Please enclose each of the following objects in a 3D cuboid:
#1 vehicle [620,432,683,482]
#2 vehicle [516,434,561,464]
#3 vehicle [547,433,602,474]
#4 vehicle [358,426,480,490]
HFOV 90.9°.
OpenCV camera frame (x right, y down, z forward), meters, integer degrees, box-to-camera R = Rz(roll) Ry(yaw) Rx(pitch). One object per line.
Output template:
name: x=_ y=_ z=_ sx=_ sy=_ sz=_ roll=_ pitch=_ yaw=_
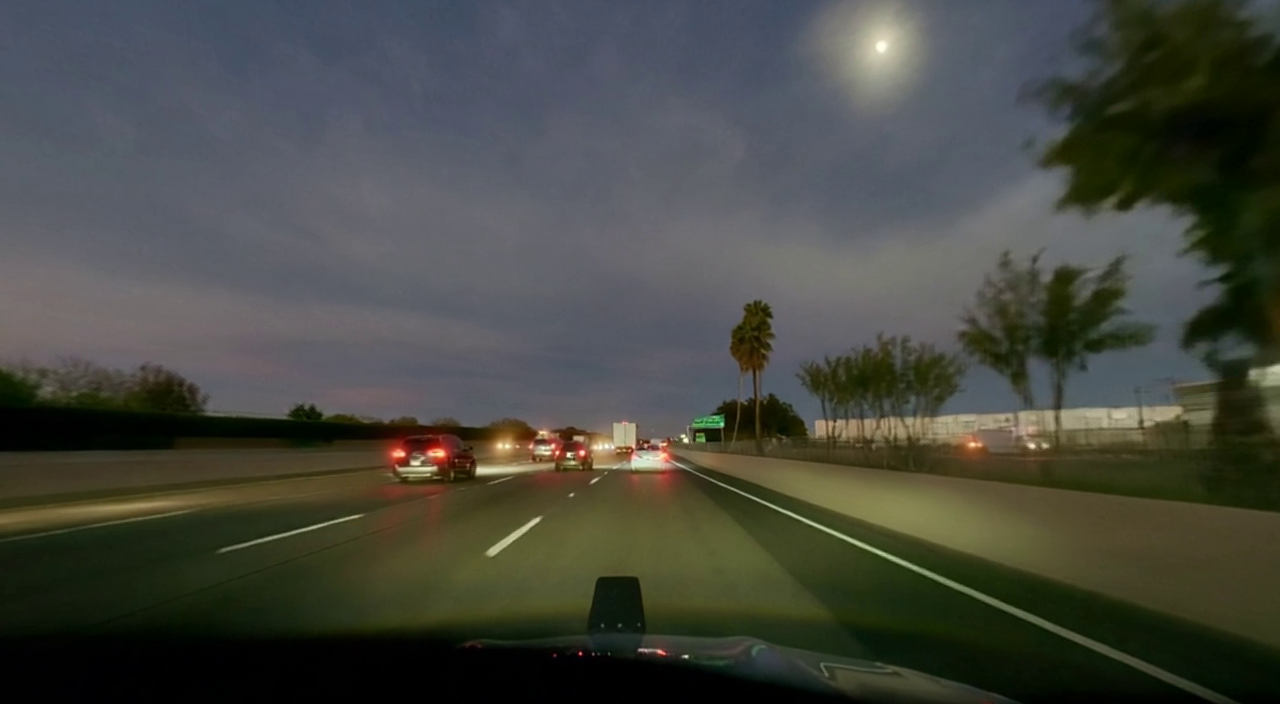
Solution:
vehicle: x=0.381 y=3.882 z=23.515 sx=2.136 sy=1.678 sz=4.052 roll=0 pitch=-8 yaw=0
vehicle: x=-6.845 y=6.610 z=43.159 sx=2.085 sy=1.932 sz=4.967 roll=-1 pitch=-8 yaw=2
vehicle: x=-3.126 y=4.927 z=30.964 sx=2.108 sy=1.832 sz=4.549 roll=0 pitch=-8 yaw=1
vehicle: x=-6.903 y=3.367 z=20.342 sx=2.105 sy=1.790 sz=4.689 roll=0 pitch=-8 yaw=2
